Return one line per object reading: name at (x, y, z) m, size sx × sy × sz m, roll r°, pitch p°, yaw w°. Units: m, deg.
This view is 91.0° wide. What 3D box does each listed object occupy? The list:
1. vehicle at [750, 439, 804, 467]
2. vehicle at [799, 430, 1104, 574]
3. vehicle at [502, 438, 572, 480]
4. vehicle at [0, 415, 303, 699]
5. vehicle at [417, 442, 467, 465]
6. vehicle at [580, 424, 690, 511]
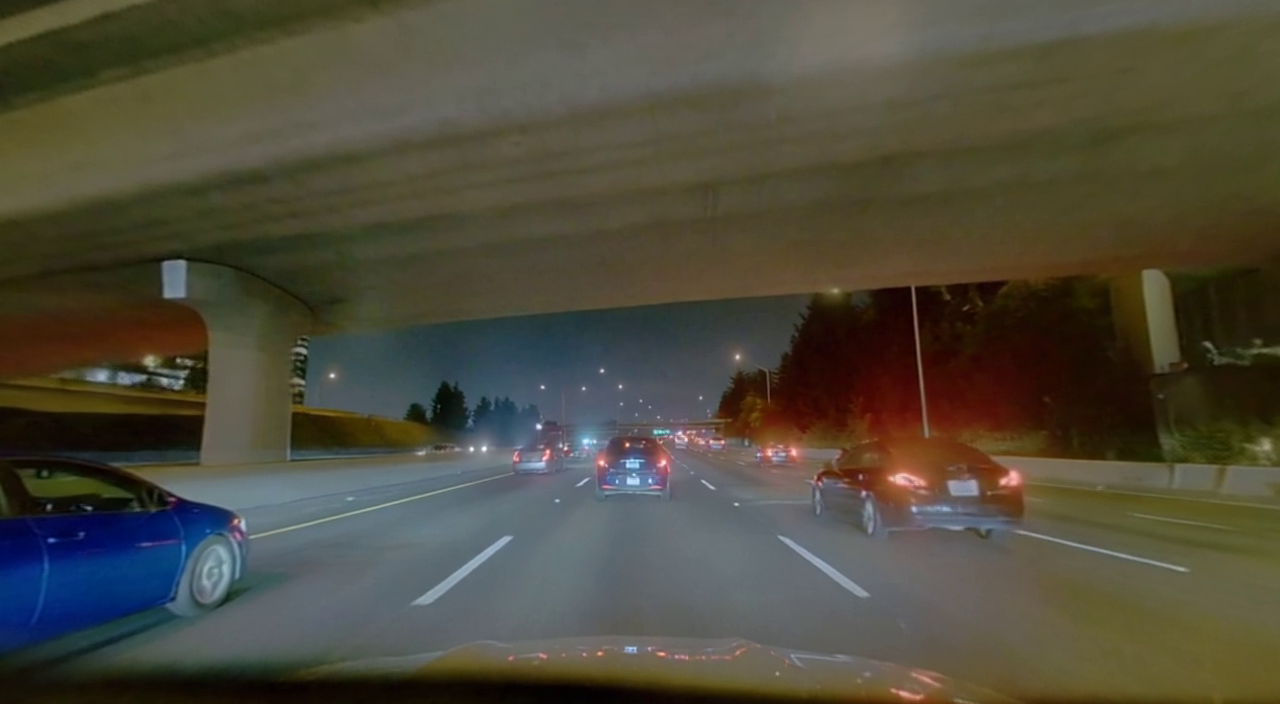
vehicle at (7.842, 5.835, 36.486) m, size 2.049 × 1.521 × 4.604 m, roll 0°, pitch -9°, yaw -1°
vehicle at (3.882, 1.941, 9.017) m, size 2.031 × 1.492 × 4.577 m, roll 0°, pitch -9°, yaw 0°
vehicle at (-3.968, 4.205, 25.020) m, size 1.947 × 1.516 × 4.295 m, roll 0°, pitch -9°, yaw 1°
vehicle at (-4.340, 1.163, 3.921) m, size 1.974 × 1.478 × 4.412 m, roll 0°, pitch -9°, yaw 1°
vehicle at (-14.584, 7.514, 46.651) m, size 2.021 × 1.561 × 4.722 m, roll 0°, pitch -9°, yaw 2°
vehicle at (-0.071, 2.606, 14.598) m, size 2.181 × 1.697 × 4.021 m, roll 0°, pitch -9°, yaw 1°
